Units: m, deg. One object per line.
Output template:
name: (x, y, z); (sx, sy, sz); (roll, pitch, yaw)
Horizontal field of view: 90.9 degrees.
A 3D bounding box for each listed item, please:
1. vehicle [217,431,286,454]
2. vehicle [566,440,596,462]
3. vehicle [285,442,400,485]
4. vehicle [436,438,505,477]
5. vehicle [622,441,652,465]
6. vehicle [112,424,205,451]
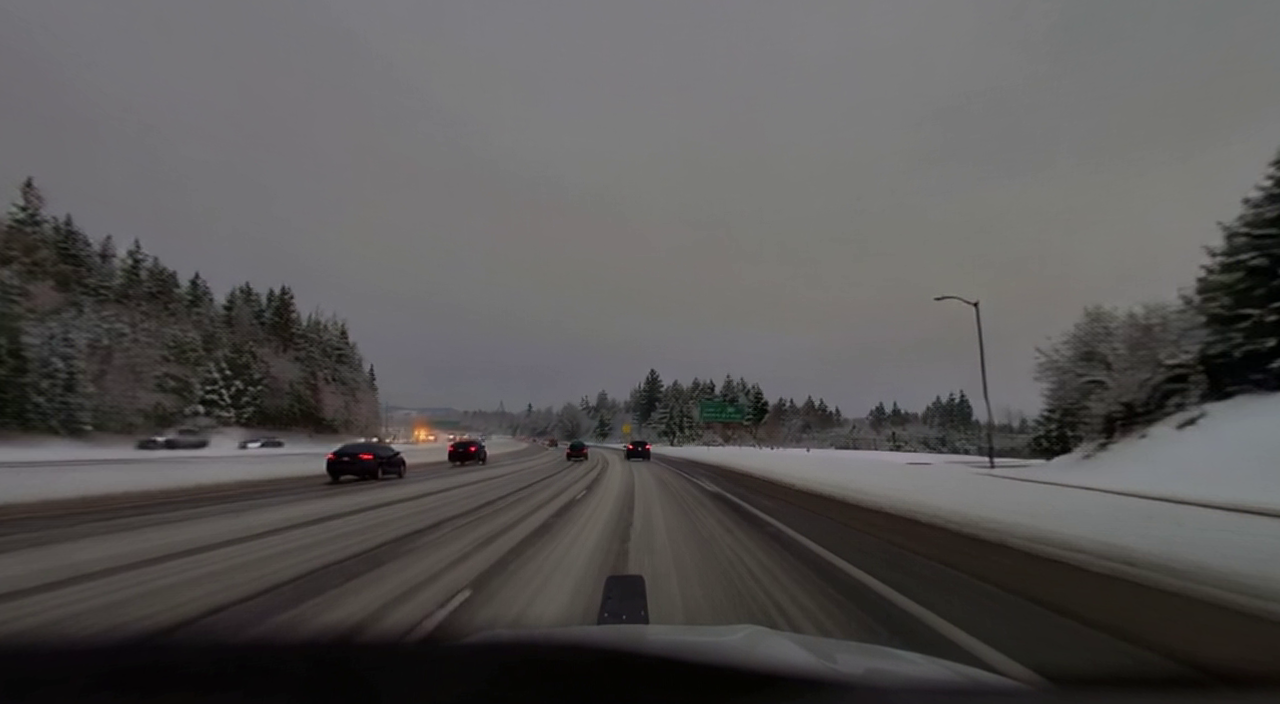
vehicle: (-26.175, 6.124, 42.713); (1.902, 1.473, 4.341); (0, -8, 0)
vehicle: (-4.540, 7.694, 49.211); (1.991, 1.610, 4.606); (0, -8, -1)
vehicle: (-11.145, 4.185, 24.106); (1.935, 1.474, 5.033); (0, -8, 0)
vehicle: (-7.654, 4.785, 28.911); (2.086, 1.628, 4.039); (0, -8, -1)
vehicle: (-0.258, 6.599, 41.312); (1.881, 1.460, 3.694); (0, -8, -2)
vehicle: (-33.882, 6.059, 44.606); (2.162, 1.766, 5.668); (0, -8, -1)
